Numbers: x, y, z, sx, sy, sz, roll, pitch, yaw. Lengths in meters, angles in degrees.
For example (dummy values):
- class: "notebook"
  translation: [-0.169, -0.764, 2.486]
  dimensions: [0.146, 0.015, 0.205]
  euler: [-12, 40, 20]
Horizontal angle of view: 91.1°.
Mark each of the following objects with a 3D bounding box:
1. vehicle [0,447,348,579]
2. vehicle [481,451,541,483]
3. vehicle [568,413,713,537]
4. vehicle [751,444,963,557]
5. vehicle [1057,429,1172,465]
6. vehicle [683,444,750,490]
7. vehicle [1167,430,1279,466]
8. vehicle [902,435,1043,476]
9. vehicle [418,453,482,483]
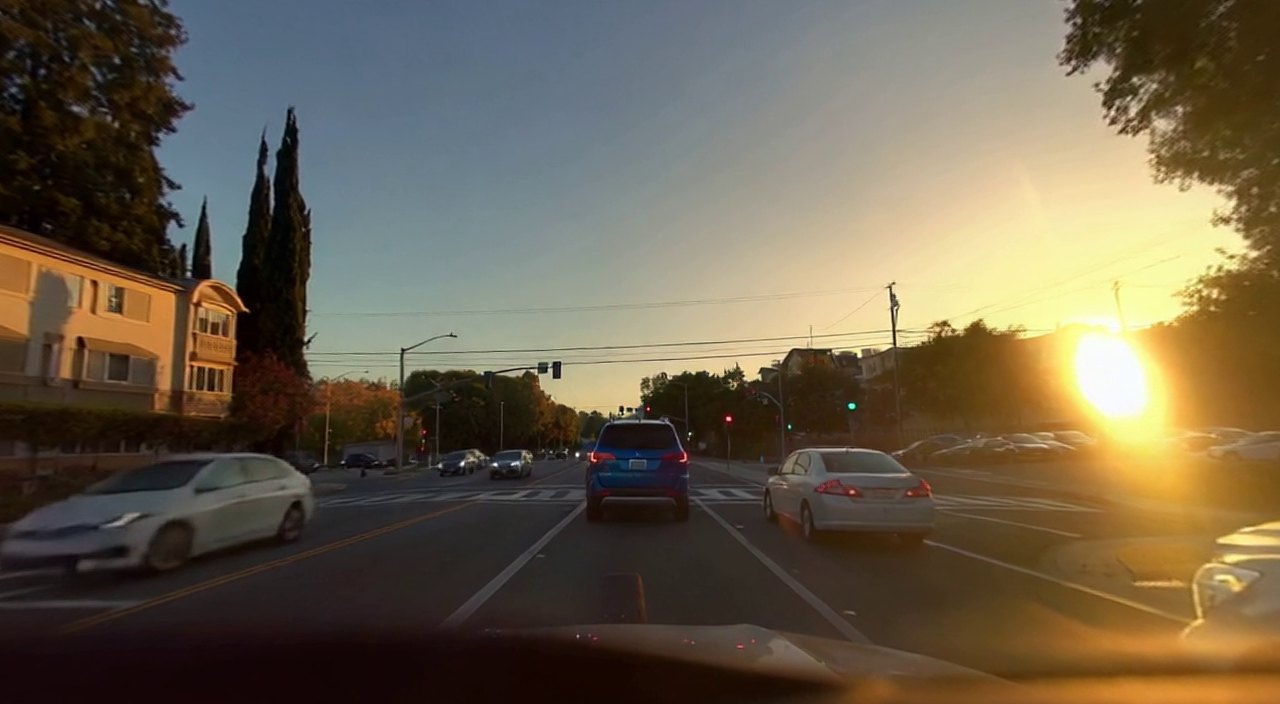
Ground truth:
- class: "vehicle"
  translation: [-6.592, 2.212, 9.620]
  dimensions: [1.981, 1.478, 4.701]
  euler: [0, -9, 0]
- class: "vehicle"
  translation: [-6.503, 5.844, 32.227]
  dimensions: [2.054, 1.478, 4.584]
  euler: [0, -9, 1]
- class: "vehicle"
  translation: [-0.029, 2.265, 12.108]
  dimensions: [2.296, 1.947, 4.168]
  euler: [0, -9, -1]
- class: "vehicle"
  translation: [3.308, 2.325, 10.681]
  dimensions: [1.900, 1.478, 4.425]
  euler: [0, -9, -2]
- class: "vehicle"
  translation: [26.519, 5.336, 35.211]
  dimensions: [4.704, 1.919, 2.130]
  euler: [0, -9, -2]
- class: "vehicle"
  translation: [3.055, 4.704, 26.141]
  dimensions: [2.138, 1.729, 4.178]
  euler: [0, -9, -2]
- class: "vehicle"
  translation: [25.822, 4.142, 27.084]
  dimensions: [4.420, 1.469, 1.807]
  euler: [0, -9, 1]
- class: "vehicle"
  translation: [13.525, 4.231, 25.753]
  dimensions: [4.648, 1.583, 2.018]
  euler: [0, -9, -2]
- class: "vehicle"
  translation: [-10.793, 6.609, 36.060]
  dimensions: [2.206, 1.544, 4.740]
  euler: [0, -9, 0]
